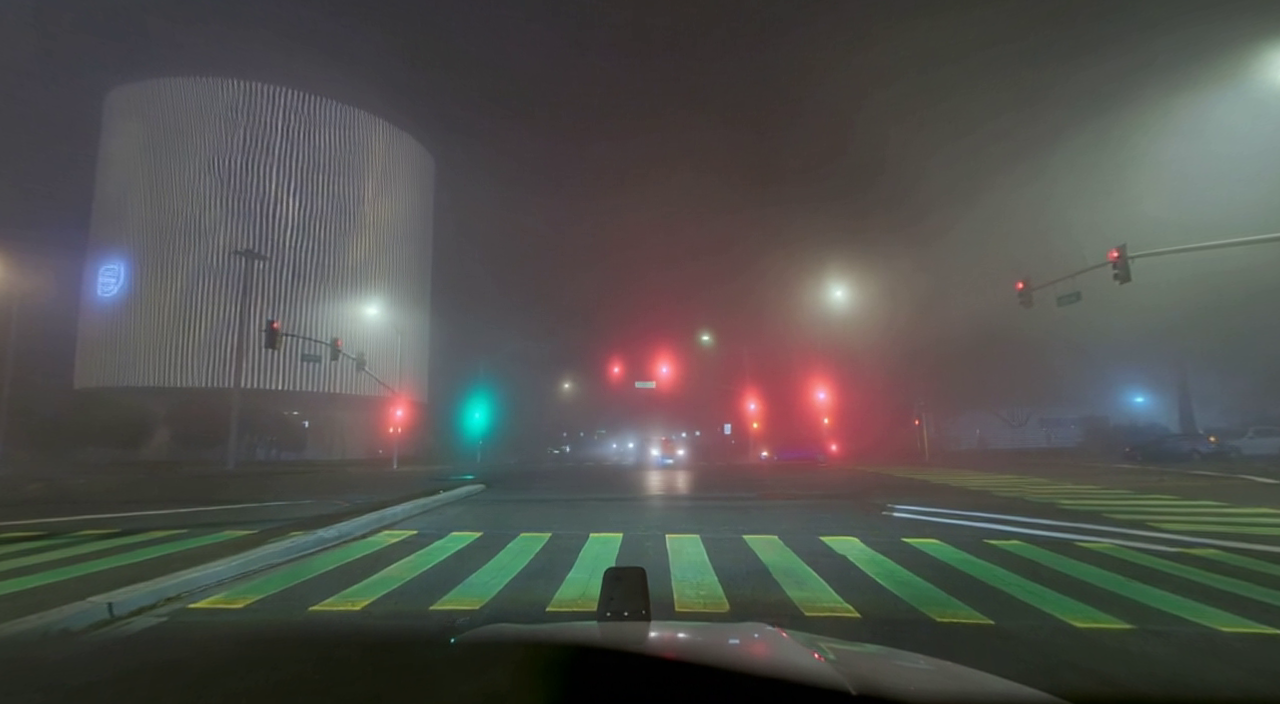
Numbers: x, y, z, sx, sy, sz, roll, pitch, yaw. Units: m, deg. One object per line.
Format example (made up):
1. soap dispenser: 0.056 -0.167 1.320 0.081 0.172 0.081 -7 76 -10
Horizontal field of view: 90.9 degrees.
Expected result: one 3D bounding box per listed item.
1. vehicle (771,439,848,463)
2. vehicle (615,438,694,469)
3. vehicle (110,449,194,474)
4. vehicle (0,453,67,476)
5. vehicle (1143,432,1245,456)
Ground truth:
1. vehicle: 10.632 6.240 39.791 4.529 1.457 1.981 -2 -9 10
2. vehicle: 0.619 5.164 32.324 2.280 1.454 4.836 3 -9 -22
3. vehicle: -33.071 7.401 42.755 4.136 1.661 1.857 0 -8 1
4. vehicle: -41.659 7.631 42.769 3.698 1.467 1.779 0 -8 1
5. vehicle: 36.151 6.014 41.205 4.767 1.456 1.858 -1 -8 3
